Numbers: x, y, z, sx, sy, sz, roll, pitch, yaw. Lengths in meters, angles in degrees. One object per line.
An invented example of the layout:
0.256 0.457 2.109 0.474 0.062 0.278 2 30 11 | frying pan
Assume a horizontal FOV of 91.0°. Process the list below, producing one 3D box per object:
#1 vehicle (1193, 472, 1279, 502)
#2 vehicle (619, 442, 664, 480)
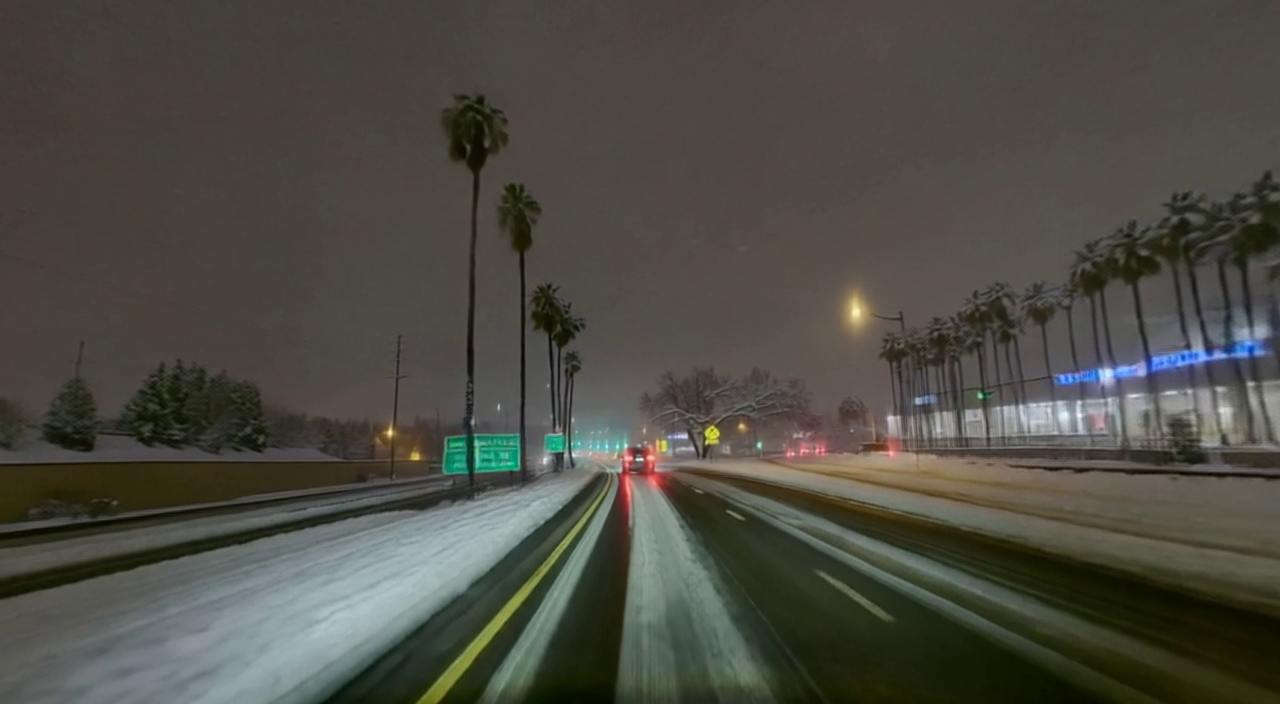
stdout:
35.196 7.844 36.698 3.945 1.538 1.796 -3 -12 5 | vehicle
0.010 5.370 31.313 2.089 1.718 4.193 0 -9 -2 | vehicle
